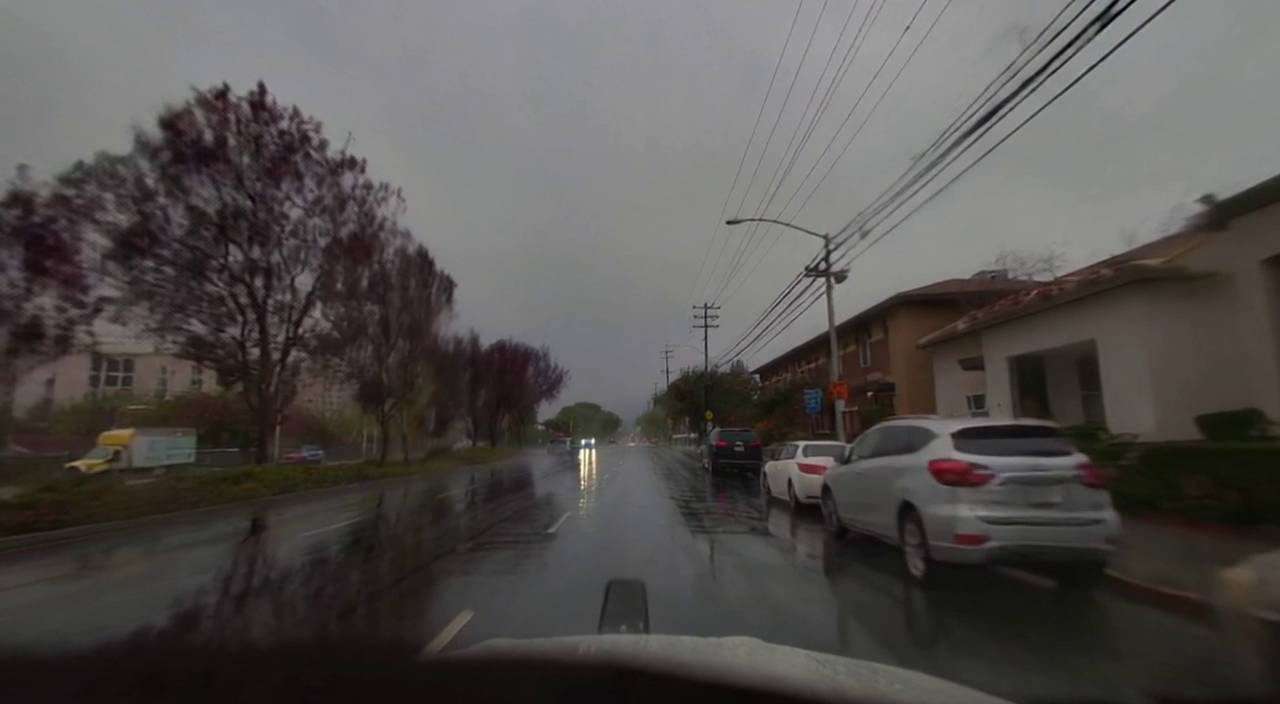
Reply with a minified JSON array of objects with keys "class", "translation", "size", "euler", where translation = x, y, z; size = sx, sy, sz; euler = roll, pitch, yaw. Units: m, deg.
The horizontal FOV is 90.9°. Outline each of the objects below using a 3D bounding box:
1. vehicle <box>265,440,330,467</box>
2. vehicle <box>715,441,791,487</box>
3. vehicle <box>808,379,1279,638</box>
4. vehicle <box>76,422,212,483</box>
[{"class":"vehicle","translation":[-25.419,7.552,47.019],"size":[2.052,1.862,4.816],"euler":[0,-8,1]},{"class":"vehicle","translation":[3.503,3.513,20.020],"size":[1.869,1.325,2.994],"euler":[0,-8,1]},{"class":"vehicle","translation":[3.526,1.454,6.970],"size":[2.188,1.810,4.883],"euler":[0,-8,3]},{"class":"vehicle","translation":[-25.725,5.251,33.113],"size":[2.223,2.895,5.824],"euler":[0,-8,1]}]
